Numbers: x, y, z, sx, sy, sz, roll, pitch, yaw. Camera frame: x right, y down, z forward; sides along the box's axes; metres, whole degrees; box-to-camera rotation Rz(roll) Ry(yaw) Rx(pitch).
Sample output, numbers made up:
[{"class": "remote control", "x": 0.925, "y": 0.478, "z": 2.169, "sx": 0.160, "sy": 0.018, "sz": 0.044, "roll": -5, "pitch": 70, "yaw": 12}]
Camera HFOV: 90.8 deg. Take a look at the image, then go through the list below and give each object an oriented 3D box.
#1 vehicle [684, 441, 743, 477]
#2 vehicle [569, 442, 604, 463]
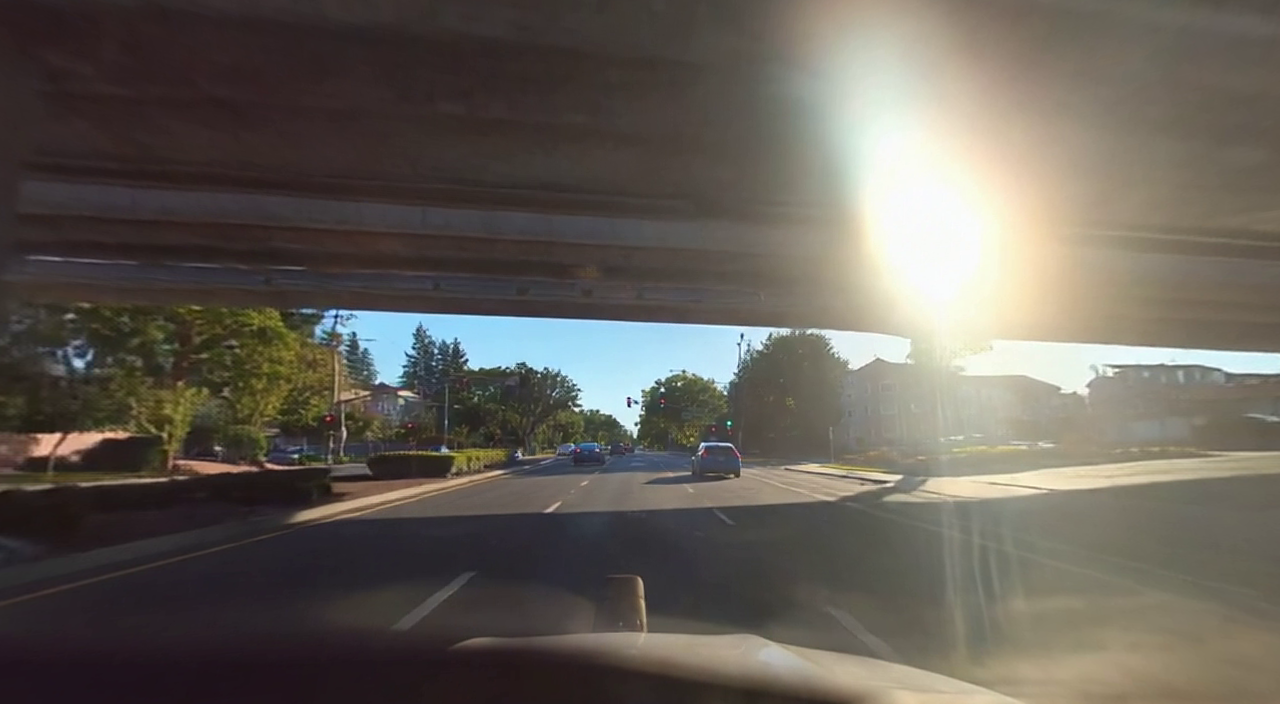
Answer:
[{"class": "vehicle", "x": 3.220, "y": 4.794, "z": 28.651, "sx": 2.068, "sy": 1.497, "sz": 4.247, "roll": 0, "pitch": -8, "yaw": -2}, {"class": "vehicle", "x": -3.868, "y": 7.370, "z": 46.545, "sx": 2.060, "sy": 1.484, "sz": 4.417, "roll": 0, "pitch": -8, "yaw": 1}]
